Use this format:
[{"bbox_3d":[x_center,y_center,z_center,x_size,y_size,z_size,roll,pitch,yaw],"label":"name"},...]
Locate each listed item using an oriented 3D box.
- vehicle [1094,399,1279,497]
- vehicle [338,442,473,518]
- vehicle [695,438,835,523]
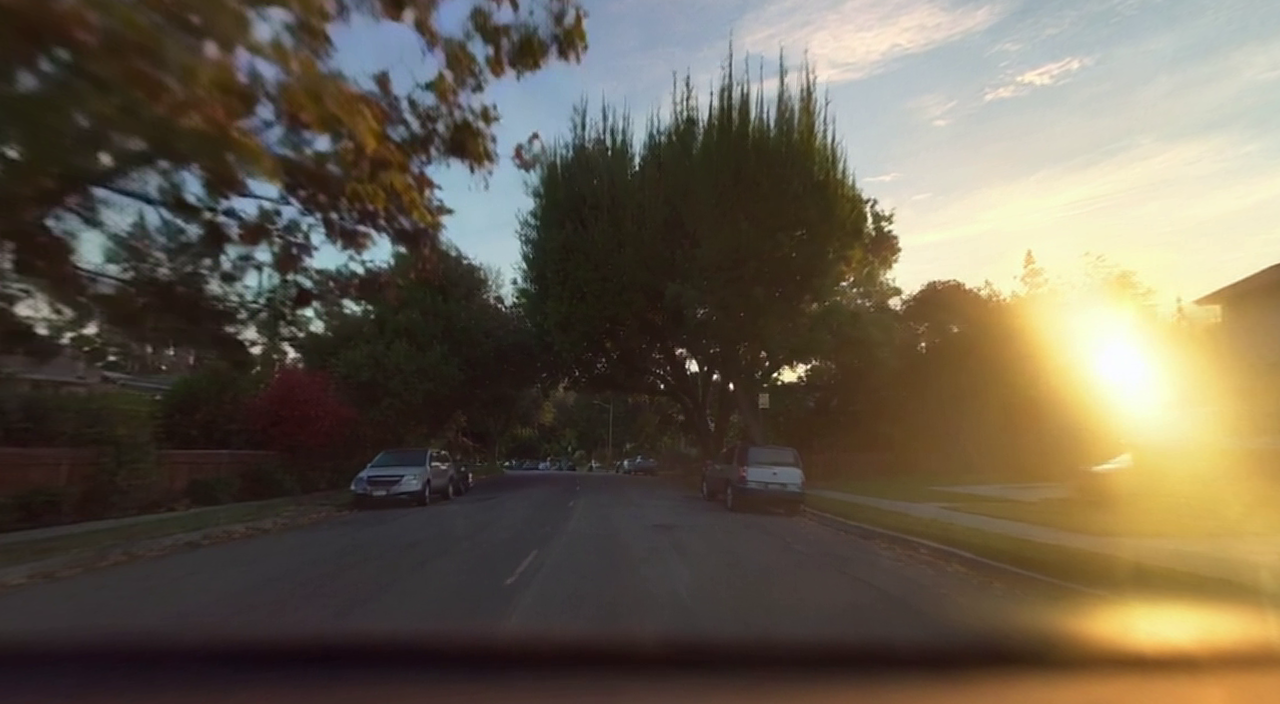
[{"bbox_3d":[11.257,1.668,10.994,4.973,1.579,1.934,-2,-9,12],"label":"vehicle"},{"bbox_3d":[-5.953,3.238,16.704,2.051,1.575,4.581,-2,-7,-3],"label":"vehicle"},{"bbox_3d":[2.786,2.984,15.247,2.163,1.742,4.239,1,-9,-6],"label":"vehicle"}]
